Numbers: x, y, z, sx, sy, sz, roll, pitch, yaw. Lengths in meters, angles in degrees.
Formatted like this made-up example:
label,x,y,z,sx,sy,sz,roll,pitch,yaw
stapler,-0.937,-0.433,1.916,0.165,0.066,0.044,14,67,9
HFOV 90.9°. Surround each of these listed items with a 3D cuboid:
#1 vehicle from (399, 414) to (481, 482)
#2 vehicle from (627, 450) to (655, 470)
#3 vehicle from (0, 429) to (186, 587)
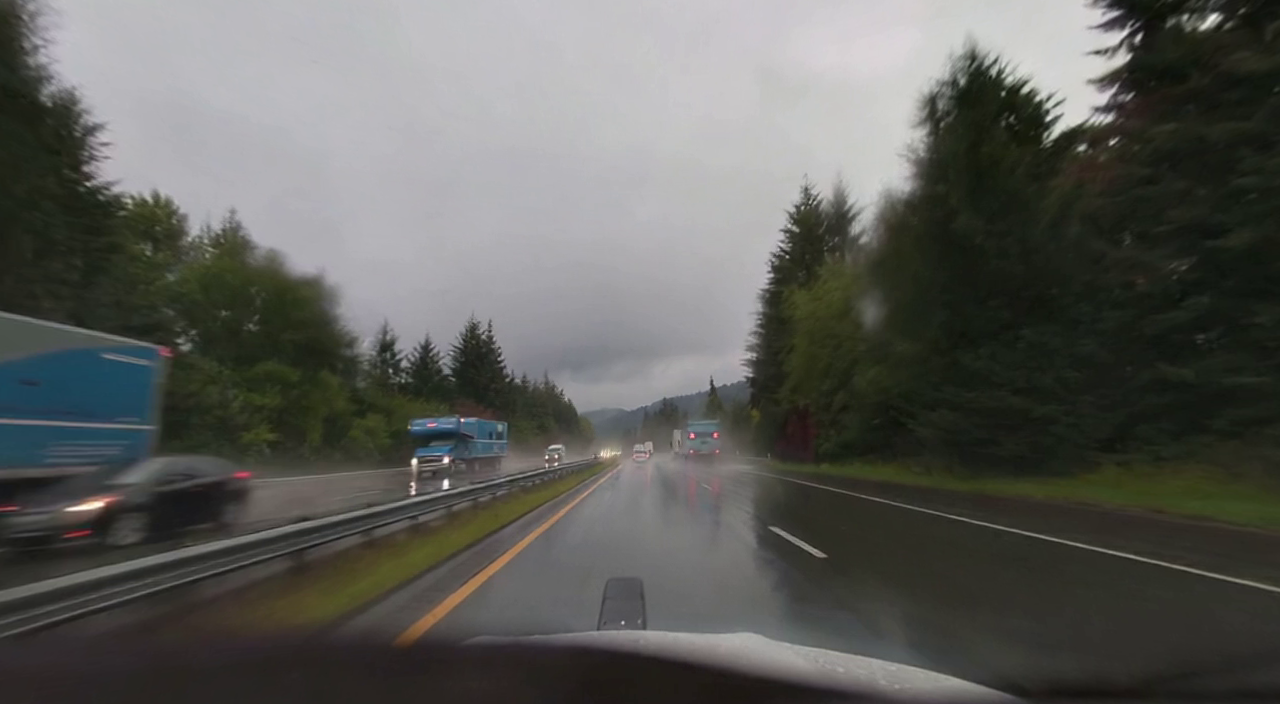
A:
label,x,y,z,sx,sy,sz,roll,pitch,yaw
vehicle,-12.464,6.064,39.925,3.069,3.904,6.259,0,-9,0
vehicle,0.067,7.722,45.200,1.926,1.386,3.615,0,-9,0
vehicle,-8.104,1.830,7.608,2.005,1.730,4.270,0,-9,0
